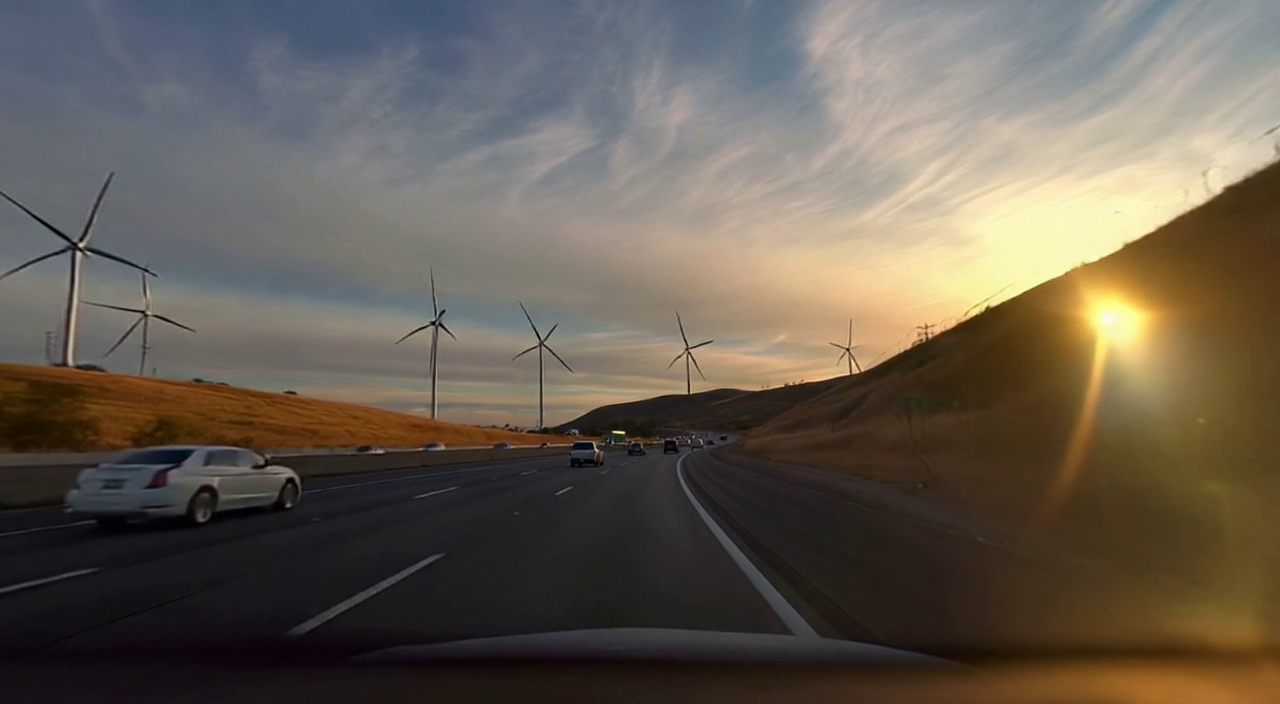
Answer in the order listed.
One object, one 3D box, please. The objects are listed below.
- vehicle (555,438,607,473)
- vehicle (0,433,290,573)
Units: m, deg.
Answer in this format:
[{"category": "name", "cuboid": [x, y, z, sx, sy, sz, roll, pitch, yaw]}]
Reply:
[{"category": "vehicle", "cuboid": [-3.039, 5.492, 33.664, 2.118, 1.702, 4.355, -1, -9, 3]}, {"category": "vehicle", "cuboid": [-7.681, 2.052, 9.477, 2.015, 1.537, 4.728, 0, -9, 2]}]
